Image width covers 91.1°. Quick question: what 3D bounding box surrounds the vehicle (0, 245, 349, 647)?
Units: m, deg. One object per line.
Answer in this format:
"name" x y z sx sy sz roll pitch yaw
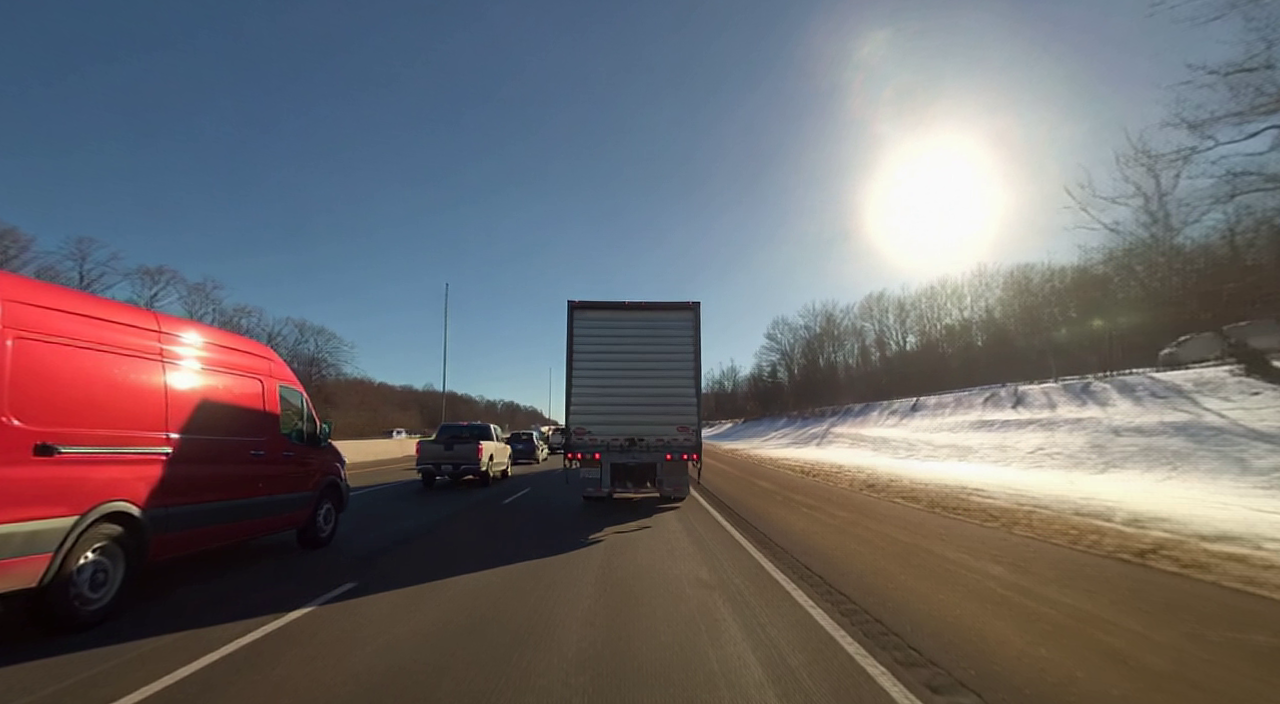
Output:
"vehicle" -5.278 0.847 5.856 2.478 2.515 5.438 0 -8 0

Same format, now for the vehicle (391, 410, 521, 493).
"vehicle" -4.932 2.751 17.760 2.168 1.985 4.952 0 -8 0

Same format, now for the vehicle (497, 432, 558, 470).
"vehicle" -4.901 4.371 28.041 1.931 1.539 4.441 0 -8 0

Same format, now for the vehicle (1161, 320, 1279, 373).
"vehicle" 26.698 -0.147 28.847 2.034 1.625 4.809 5 -7 8

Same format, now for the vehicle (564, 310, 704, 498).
"vehicle" -0.106 1.749 18.544 2.953 4.041 10.072 0 -8 0
